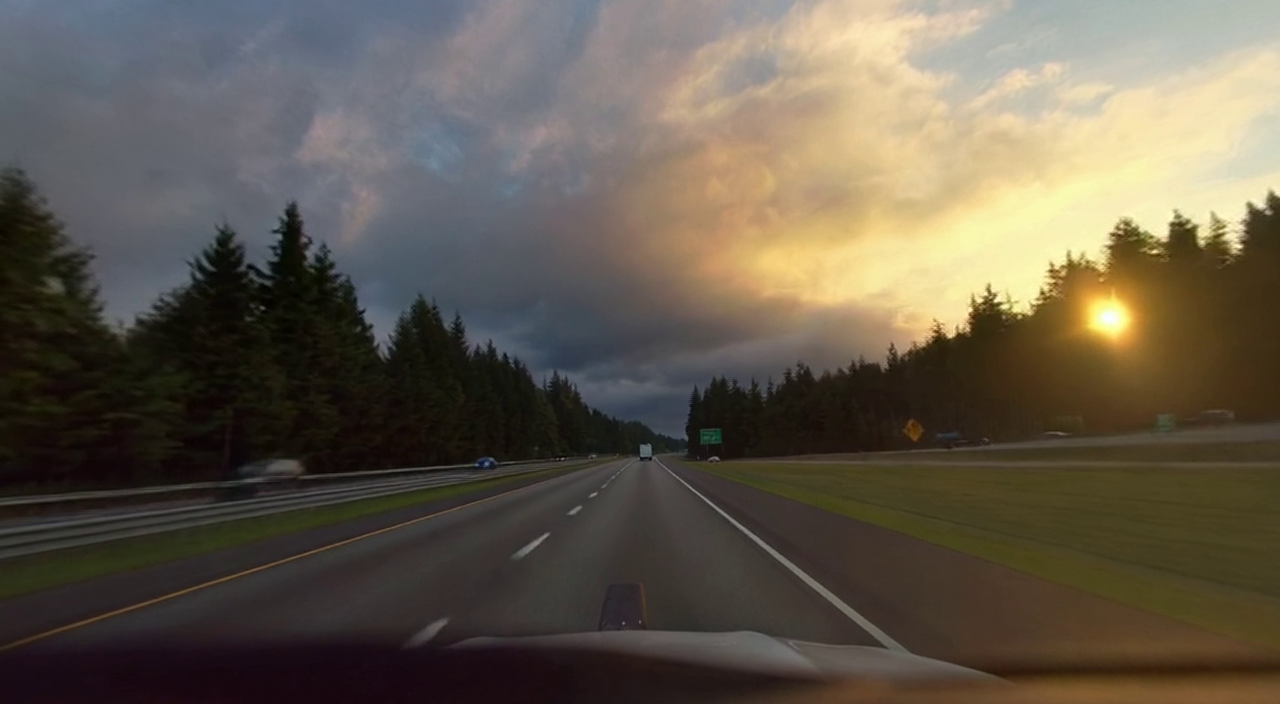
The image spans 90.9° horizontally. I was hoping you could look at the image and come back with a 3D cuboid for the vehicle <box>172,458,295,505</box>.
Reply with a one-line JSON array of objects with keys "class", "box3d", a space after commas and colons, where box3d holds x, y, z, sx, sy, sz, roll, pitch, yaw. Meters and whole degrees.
[{"class": "vehicle", "box3d": [-15.069, 4.784, 23.661, 1.831, 1.543, 4.034, 0, -9, 2]}]
